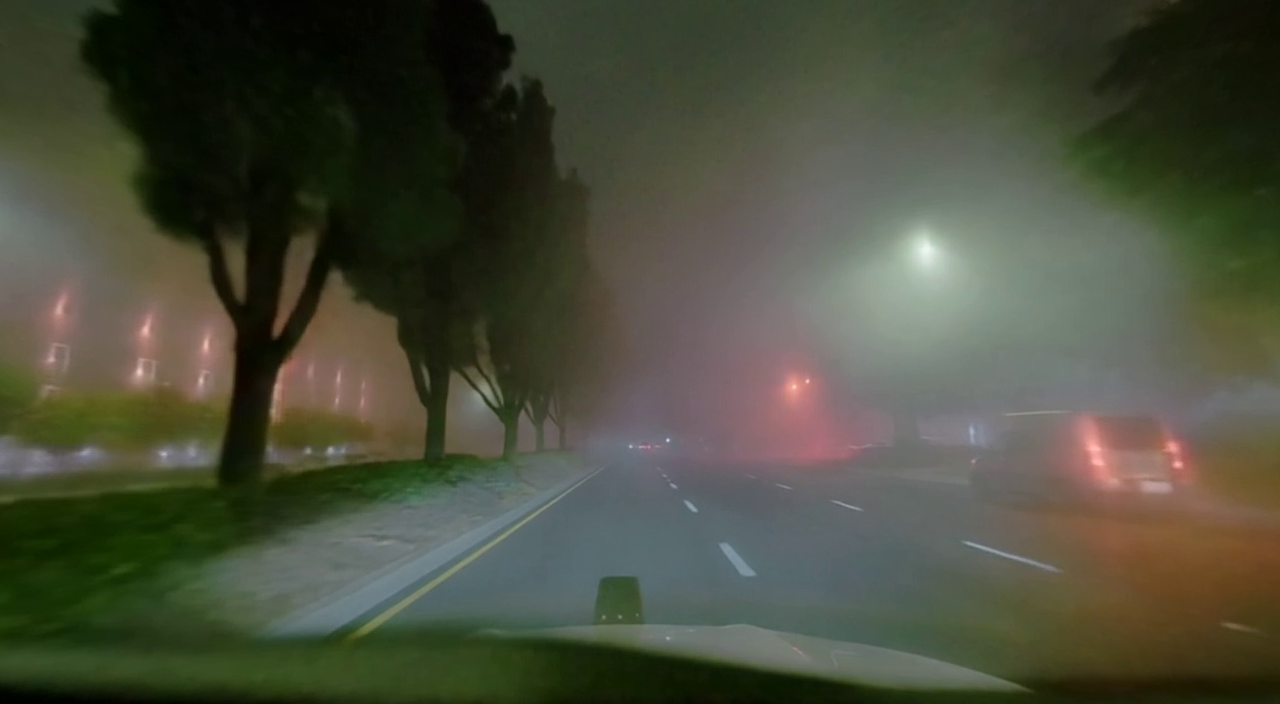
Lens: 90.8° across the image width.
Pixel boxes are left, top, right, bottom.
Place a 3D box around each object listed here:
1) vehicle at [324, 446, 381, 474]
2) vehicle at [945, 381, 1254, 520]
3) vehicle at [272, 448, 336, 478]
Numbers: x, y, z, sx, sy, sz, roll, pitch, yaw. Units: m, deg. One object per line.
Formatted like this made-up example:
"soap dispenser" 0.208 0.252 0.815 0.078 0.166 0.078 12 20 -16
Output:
"vehicle" -21.261 7.980 46.963 1.879 1.757 4.656 -3 -7 2
"vehicle" 9.872 2.242 14.613 2.456 2.534 5.930 0 -9 -2
"vehicle" -22.117 7.309 41.734 1.863 1.845 4.073 0 -8 1
